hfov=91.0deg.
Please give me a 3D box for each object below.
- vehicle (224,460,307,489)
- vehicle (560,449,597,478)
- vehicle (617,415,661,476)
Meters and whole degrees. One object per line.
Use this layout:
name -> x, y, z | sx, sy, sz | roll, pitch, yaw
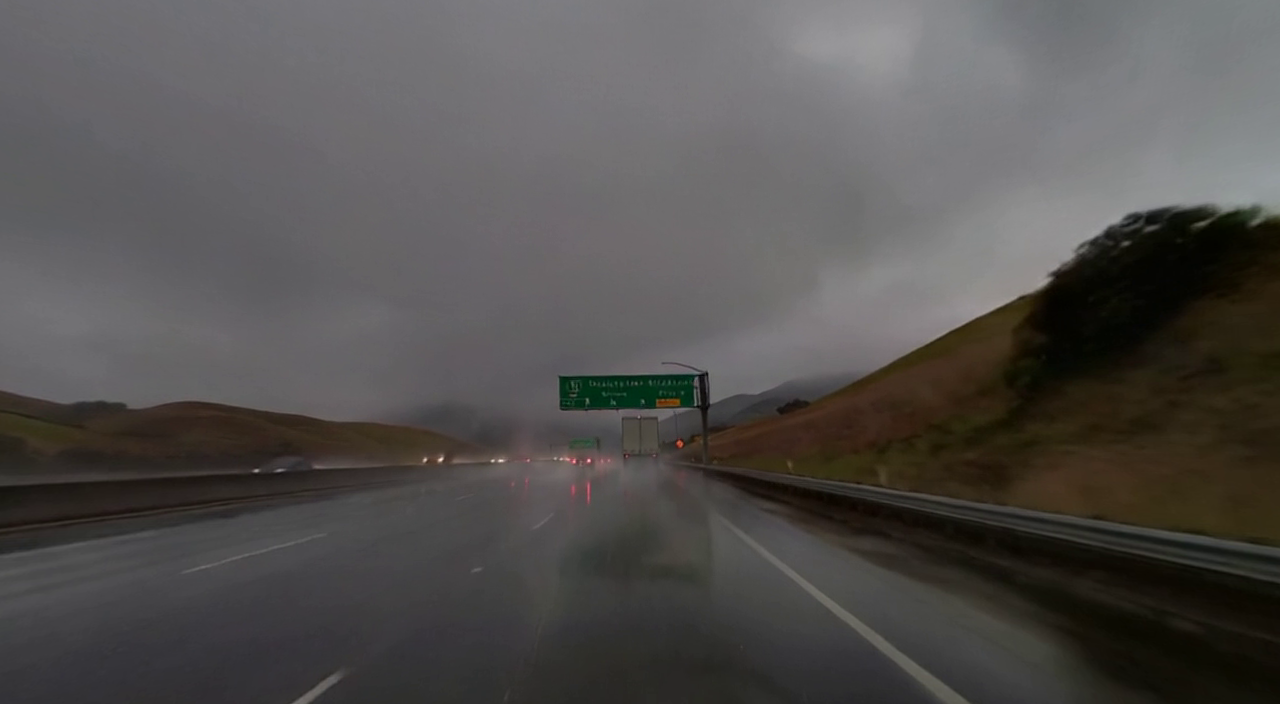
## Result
vehicle -> -21.917, 7.173, 37.097 | 1.943, 1.506, 4.682 | -1, -9, 1
vehicle -> -4.064, 7.390, 42.044 | 2.053, 1.746, 4.508 | -1, -9, 0
vehicle -> -0.010, 7.432, 49.742 | 3.039, 4.131, 11.822 | -1, -9, 1
